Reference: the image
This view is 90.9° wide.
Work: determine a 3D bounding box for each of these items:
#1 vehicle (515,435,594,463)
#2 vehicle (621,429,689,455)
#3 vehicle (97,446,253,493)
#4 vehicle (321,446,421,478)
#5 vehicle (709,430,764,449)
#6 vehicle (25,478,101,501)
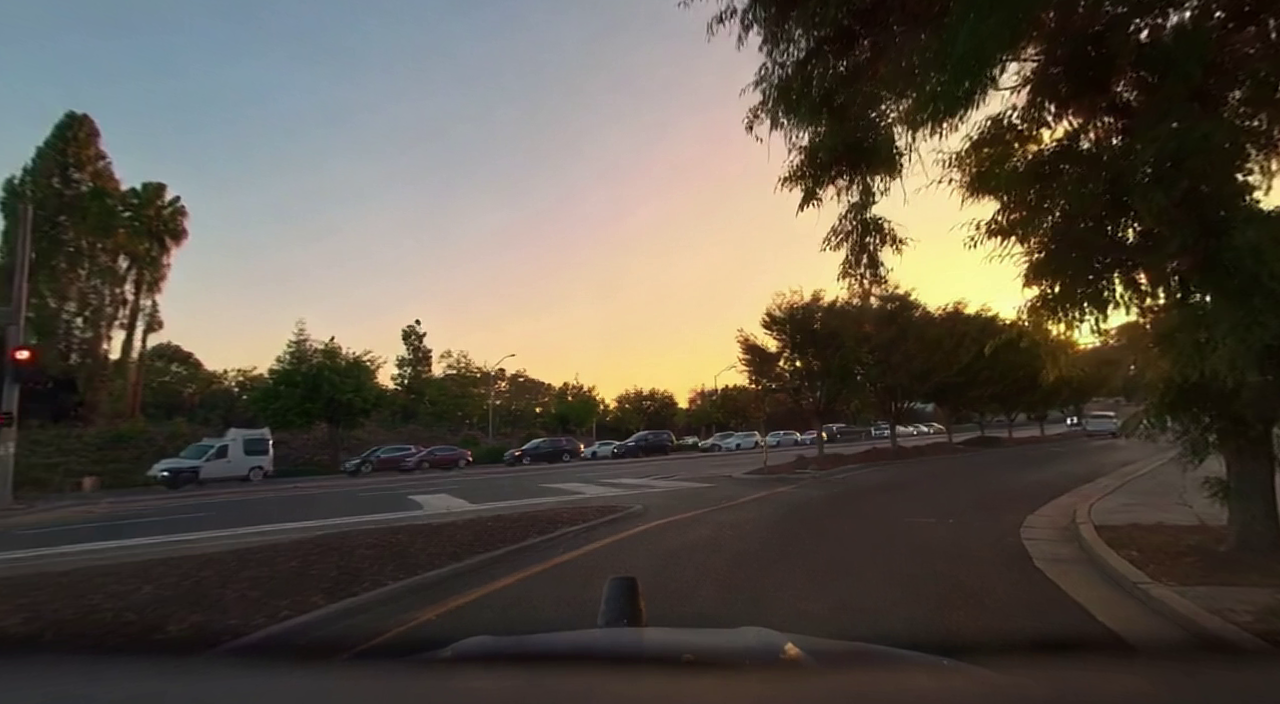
[{"bbox_3d":[-5.312,6.094,39.589,4.600,1.642,1.876,7,-11,-40],"label":"vehicle"},{"bbox_3d":[1.114,6.427,44.918,4.662,1.758,1.969,7,-11,-39],"label":"vehicle"},{"bbox_3d":[-20.290,5.089,27.715,5.256,1.838,2.002,7,-11,-38],"label":"vehicle"},{"bbox_3d":[-13.977,5.679,32.842,4.399,1.497,1.777,7,-11,-38],"label":"vehicle"},{"bbox_3d":[7.660,6.959,49.887,4.377,1.473,1.832,7,-11,-38],"label":"vehicle"},{"bbox_3d":[-42.238,10.044,46.134,4.321,1.502,1.782,-2,-9,13],"label":"vehicle"}]
